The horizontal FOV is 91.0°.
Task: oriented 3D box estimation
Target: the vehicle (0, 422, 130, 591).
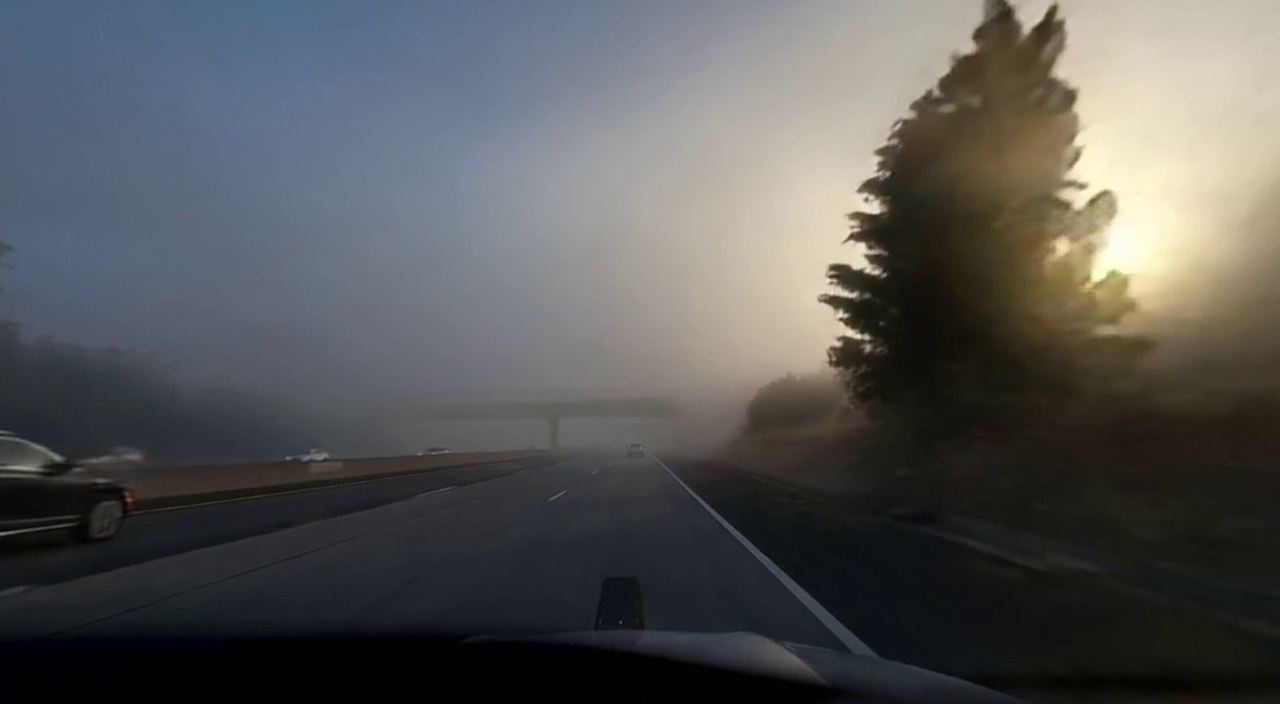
[{"bbox_3d":[-6.905,1.279,4.825,1.916,1.545,4.757,0,-8,1],"label":"vehicle"}]
